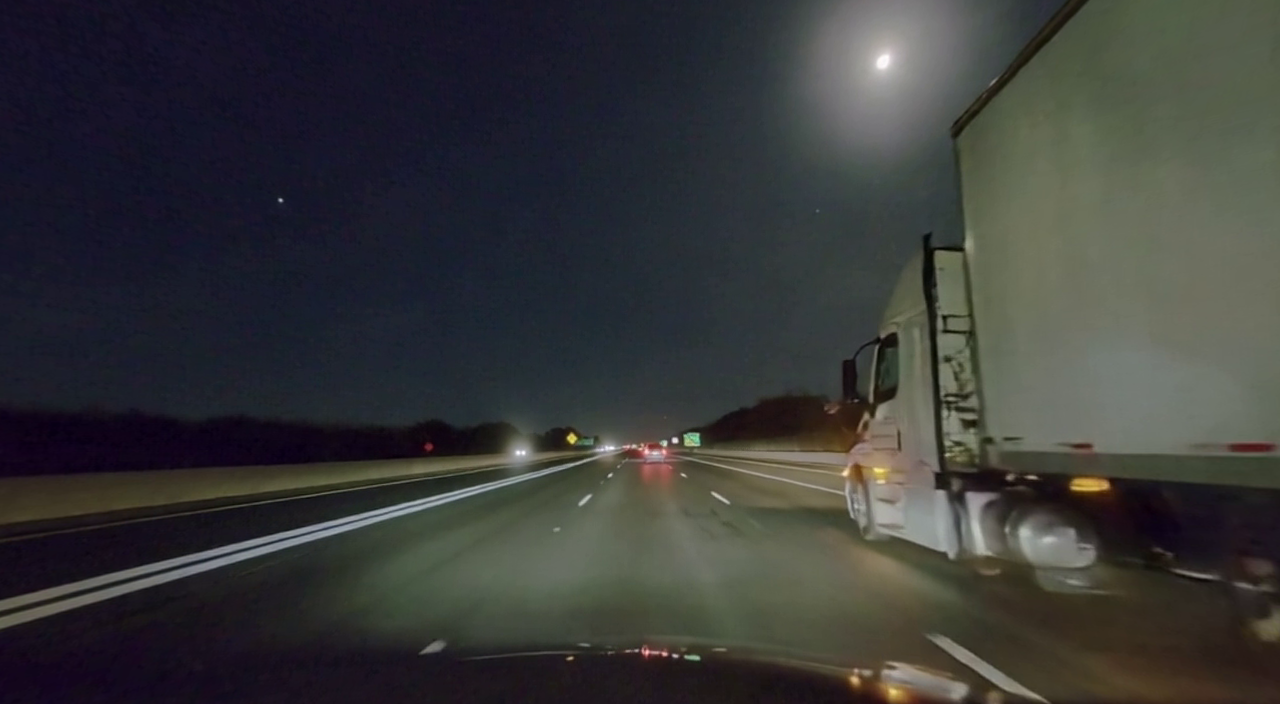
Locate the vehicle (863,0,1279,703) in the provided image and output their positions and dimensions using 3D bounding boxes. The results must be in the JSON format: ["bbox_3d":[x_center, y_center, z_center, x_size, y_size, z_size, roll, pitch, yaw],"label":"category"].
[{"bbox_3d":[4.032,-0.353,1.611,3.027,3.903,10.307,0,-8,0],"label":"vehicle"}]

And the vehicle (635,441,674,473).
[{"bbox_3d":[0.757,5.781,34.894,2.050,1.654,4.192,0,-8,0],"label":"vehicle"}]
